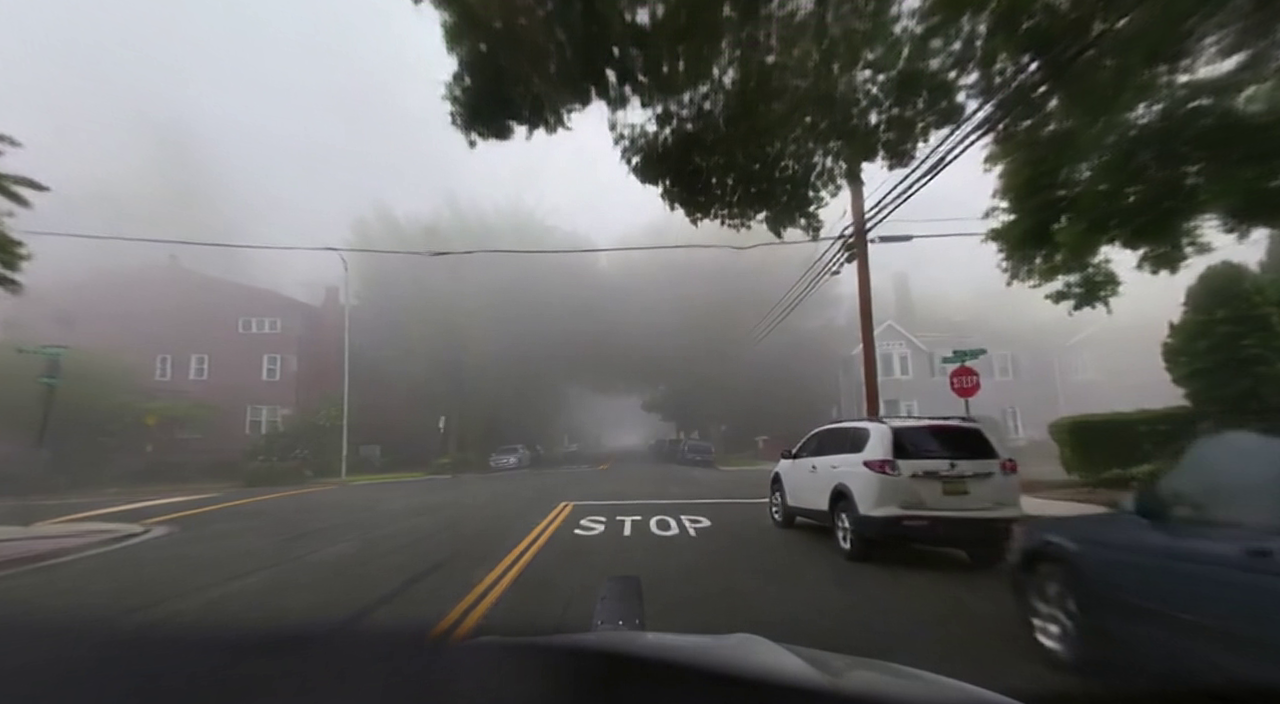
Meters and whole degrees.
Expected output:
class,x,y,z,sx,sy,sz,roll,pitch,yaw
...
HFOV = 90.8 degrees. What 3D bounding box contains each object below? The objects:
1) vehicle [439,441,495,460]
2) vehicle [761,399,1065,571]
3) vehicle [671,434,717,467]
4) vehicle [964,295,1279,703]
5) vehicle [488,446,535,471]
class,x,y,z,sx,sy,sz,roll,pitch,yaw
vehicle,-13.612,7.781,49.872,3.905,1.480,1.892,0,-9,-2
vehicle,3.165,1.654,8.567,2.035,1.708,4.355,0,-9,-2
vehicle,2.951,5.507,35.422,2.114,1.708,4.474,0,-8,-1
vehicle,3.192,0.681,2.032,1.993,1.778,4.311,0,-9,0
vehicle,-7.369,6.125,36.566,1.926,1.307,3.909,0,-8,0
